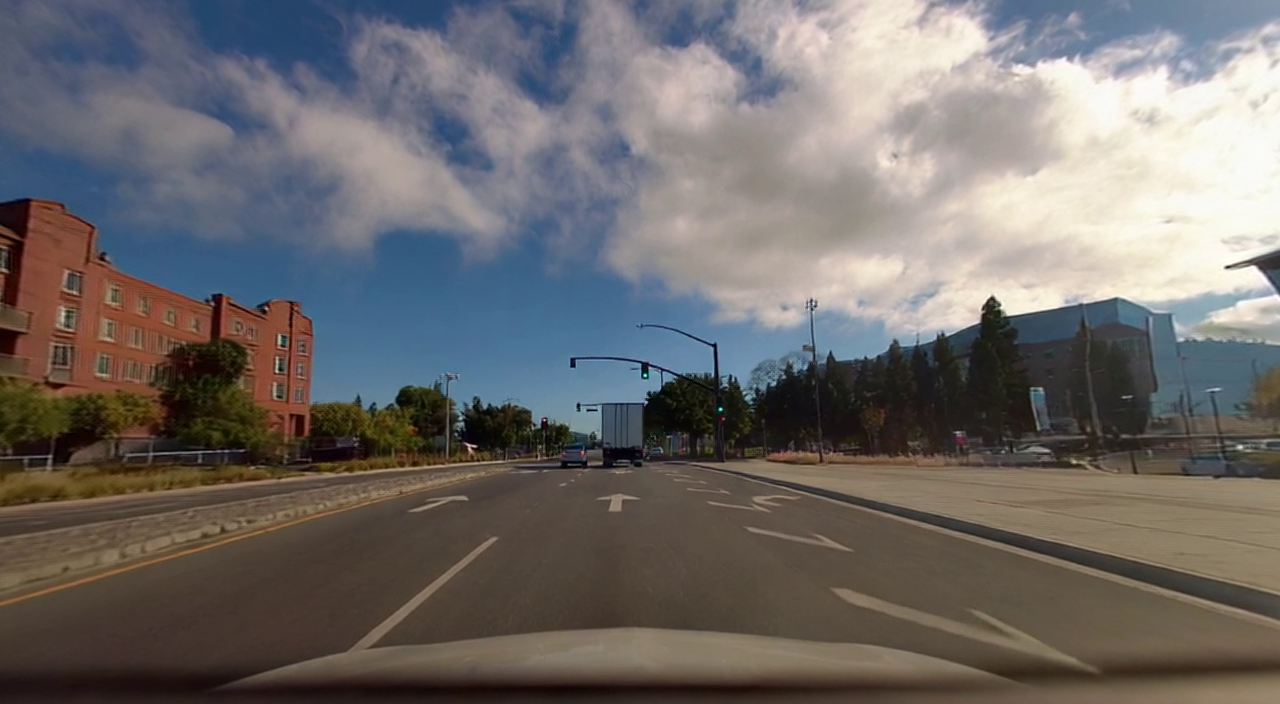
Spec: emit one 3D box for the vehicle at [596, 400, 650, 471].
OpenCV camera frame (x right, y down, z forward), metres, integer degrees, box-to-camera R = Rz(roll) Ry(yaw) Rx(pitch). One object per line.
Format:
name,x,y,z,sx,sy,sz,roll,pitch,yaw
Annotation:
vehicle,-1.006,5.060,38.012,2.876,3.724,9.351,0,-8,-1

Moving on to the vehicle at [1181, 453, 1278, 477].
vehicle,39.846,7.632,42.723,4.376,1.459,1.696,-4,-8,27

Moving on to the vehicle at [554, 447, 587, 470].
vehicle,-4.823,7.410,44.108,1.917,1.462,3.878,0,-8,-1

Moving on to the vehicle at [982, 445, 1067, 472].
vehicle,28.958,8.008,47.667,5.139,1.889,1.953,-4,-7,22
